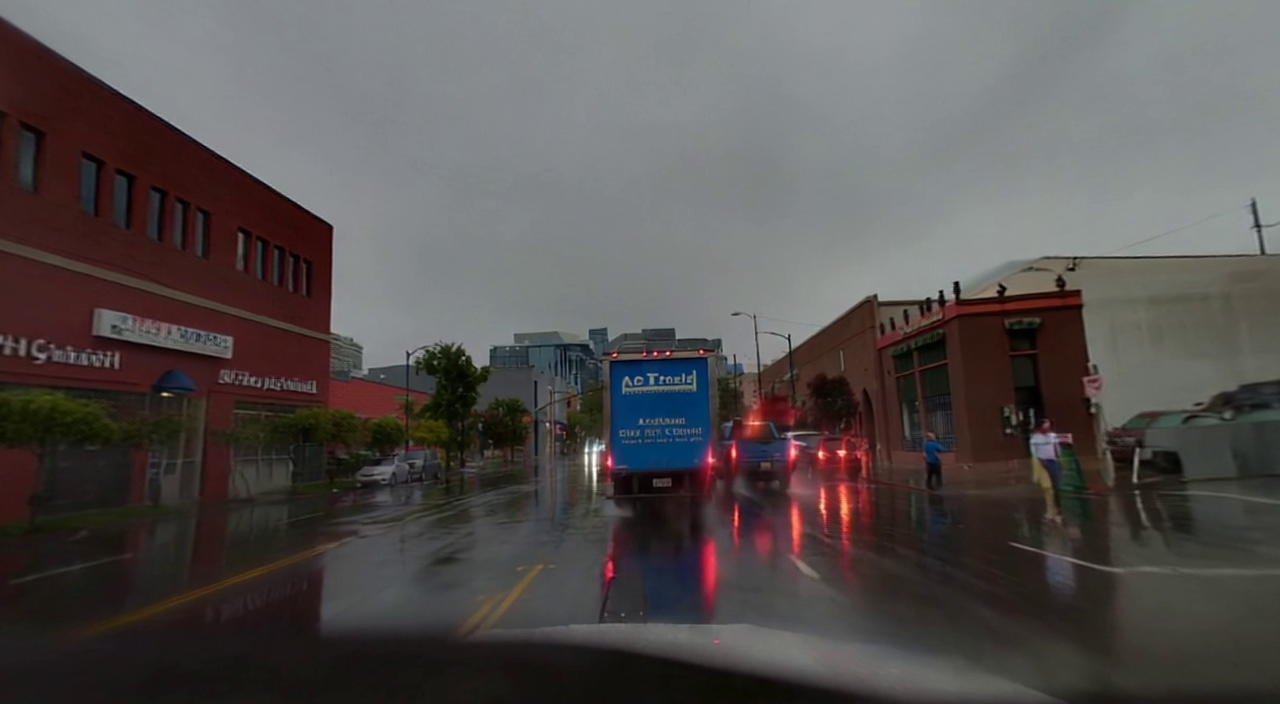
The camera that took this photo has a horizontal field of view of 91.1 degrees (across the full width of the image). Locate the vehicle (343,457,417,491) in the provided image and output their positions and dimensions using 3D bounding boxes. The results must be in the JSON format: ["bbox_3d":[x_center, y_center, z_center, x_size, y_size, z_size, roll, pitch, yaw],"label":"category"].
[{"bbox_3d":[-13.256,6.234,32.294,1.901,1.508,4.405,0,-8,0],"label":"vehicle"}]

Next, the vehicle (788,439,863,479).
[{"bbox_3d":[7.791,4.539,26.819,1.951,1.548,4.290,0,-9,1],"label":"vehicle"}]

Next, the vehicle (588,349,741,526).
[{"bbox_3d":[0.293,1.847,13.539,2.517,2.926,6.177,0,-9,-2],"label":"vehicle"}]

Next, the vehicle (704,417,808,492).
[{"bbox_3d":[3.500,3.261,20.162,2.346,2.062,5.236,0,-8,0],"label":"vehicle"}]

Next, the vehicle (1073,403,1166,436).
[{"bbox_3d":[26.031,3.739,34.251,1.811,1.623,3.921,1,-9,-3],"label":"vehicle"}]

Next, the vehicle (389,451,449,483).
[{"bbox_3d":[-13.103,6.812,37.500,1.943,1.682,4.365,0,-8,0],"label":"vehicle"}]
